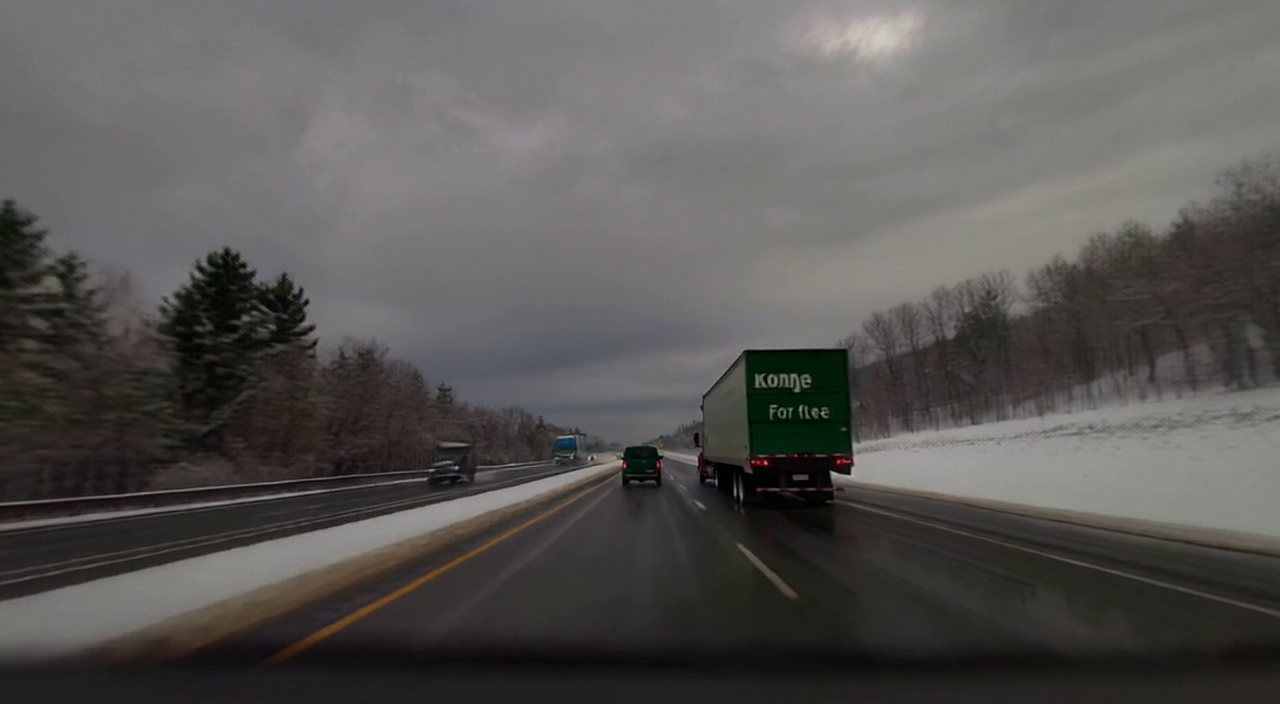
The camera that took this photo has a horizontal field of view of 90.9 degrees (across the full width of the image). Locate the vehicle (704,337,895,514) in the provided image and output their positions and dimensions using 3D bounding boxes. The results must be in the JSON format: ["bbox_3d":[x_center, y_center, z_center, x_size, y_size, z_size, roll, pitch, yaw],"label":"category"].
[{"bbox_3d":[4.193,2.616,20.532,3.030,3.985,12.707,0,-9,1],"label":"vehicle"}]

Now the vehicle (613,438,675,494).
[{"bbox_3d":[0.172,4.177,23.355,2.105,1.865,4.102,0,-9,1],"label":"vehicle"}]

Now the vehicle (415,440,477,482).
[{"bbox_3d":[-12.770,7.211,41.917,2.227,2.465,5.698,-2,-9,1],"label":"vehicle"}]
